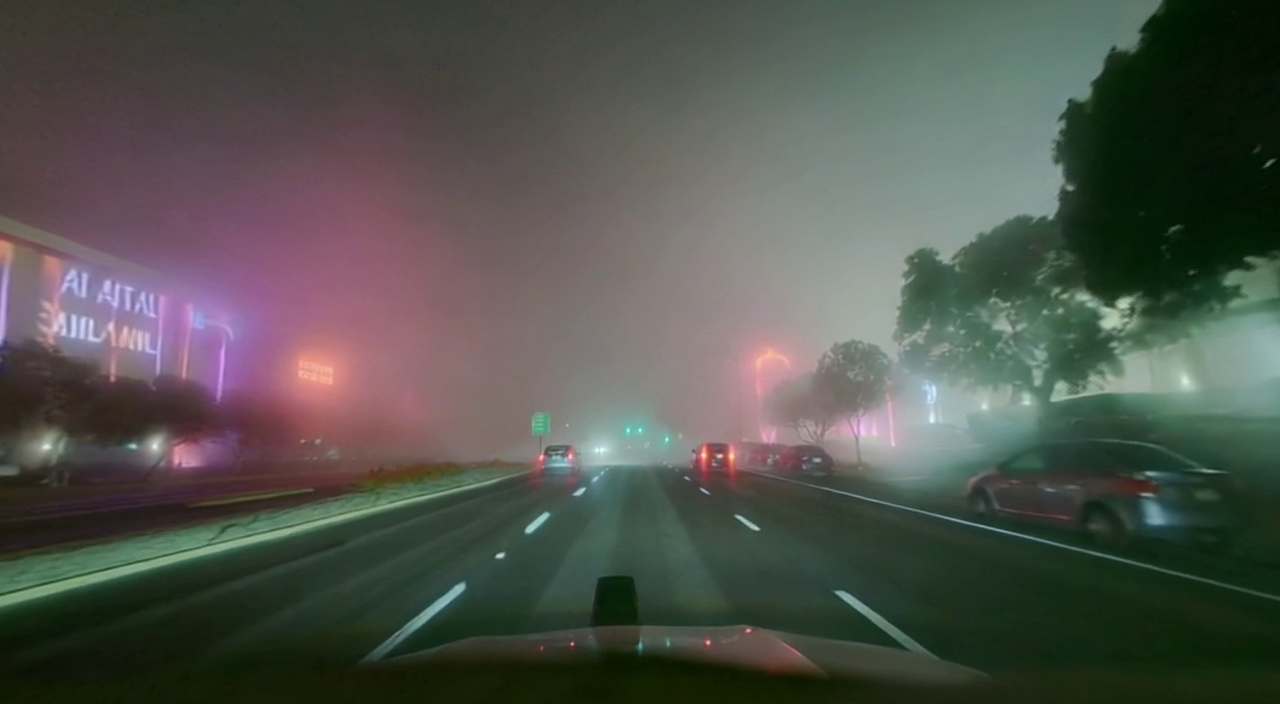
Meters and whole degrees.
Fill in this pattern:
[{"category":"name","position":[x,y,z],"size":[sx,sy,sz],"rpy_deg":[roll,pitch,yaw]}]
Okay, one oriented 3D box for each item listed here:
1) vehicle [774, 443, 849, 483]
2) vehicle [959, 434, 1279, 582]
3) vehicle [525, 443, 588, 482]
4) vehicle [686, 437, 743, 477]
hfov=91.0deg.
[{"category":"vehicle","position":[6.932,4.513,26.008],"size":[1.876,1.478,4.670],"rpy_deg":[0,-8,1]},{"category":"vehicle","position":[6.910,1.945,8.841],"size":[2.302,1.480,4.696],"rpy_deg":[0,-8,-1]},{"category":"vehicle","position":[-3.344,4.490,25.949],"size":[2.005,1.477,4.169],"rpy_deg":[0,-8,1]},{"category":"vehicle","position":[3.477,4.984,30.134],"size":[2.083,1.743,4.354],"rpy_deg":[0,-8,-1]}]
